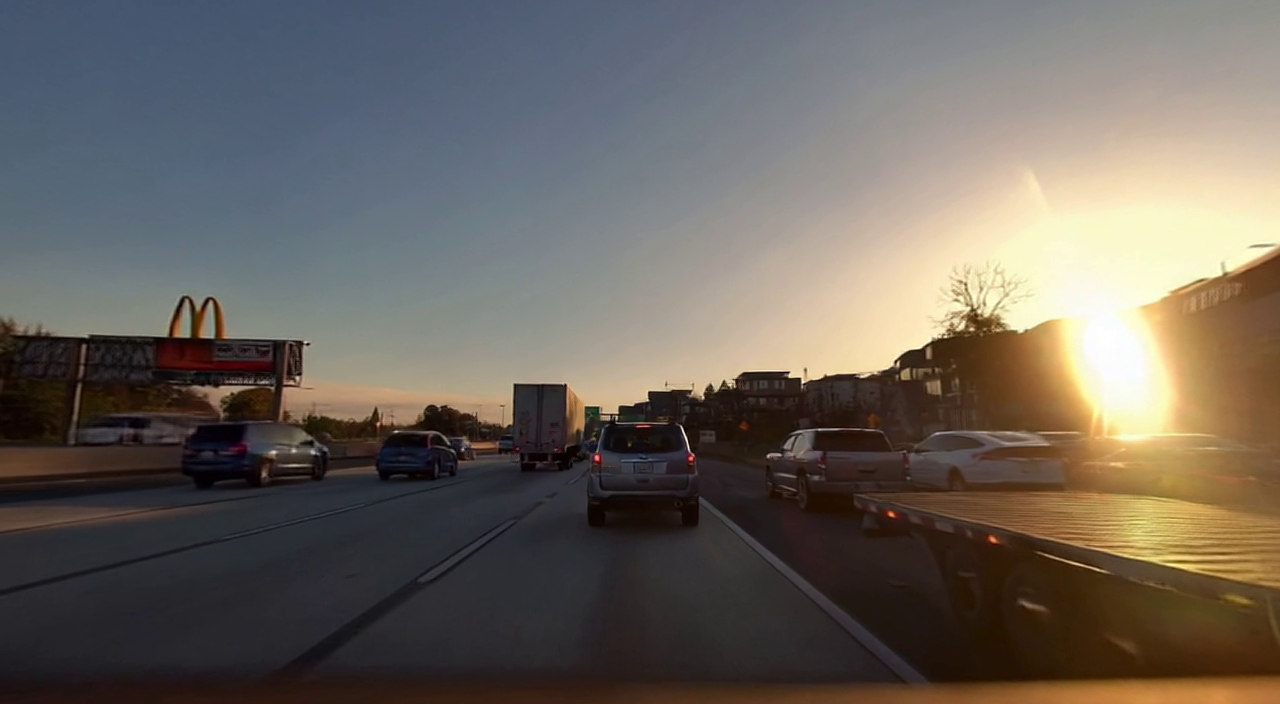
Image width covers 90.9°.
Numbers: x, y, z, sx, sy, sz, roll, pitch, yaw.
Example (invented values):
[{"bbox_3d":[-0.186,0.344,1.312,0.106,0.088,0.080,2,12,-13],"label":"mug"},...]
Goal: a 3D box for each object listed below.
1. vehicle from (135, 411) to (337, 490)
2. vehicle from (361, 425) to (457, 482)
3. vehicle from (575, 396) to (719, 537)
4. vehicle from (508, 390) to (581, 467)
[{"bbox_3d":[-11.698,2.951,19.032,2.240,1.995,5.854,0,-9,-1],"label":"vehicle"},{"bbox_3d":[-7.828,3.488,21.827,1.854,1.740,4.151,0,-9,-2],"label":"vehicle"},{"bbox_3d":[0.044,1.859,10.662,1.947,1.910,4.040,0,-9,-1],"label":"vehicle"},{"bbox_3d":[-4.772,4.132,33.209,2.814,3.513,8.529,0,-9,-2],"label":"vehicle"}]
